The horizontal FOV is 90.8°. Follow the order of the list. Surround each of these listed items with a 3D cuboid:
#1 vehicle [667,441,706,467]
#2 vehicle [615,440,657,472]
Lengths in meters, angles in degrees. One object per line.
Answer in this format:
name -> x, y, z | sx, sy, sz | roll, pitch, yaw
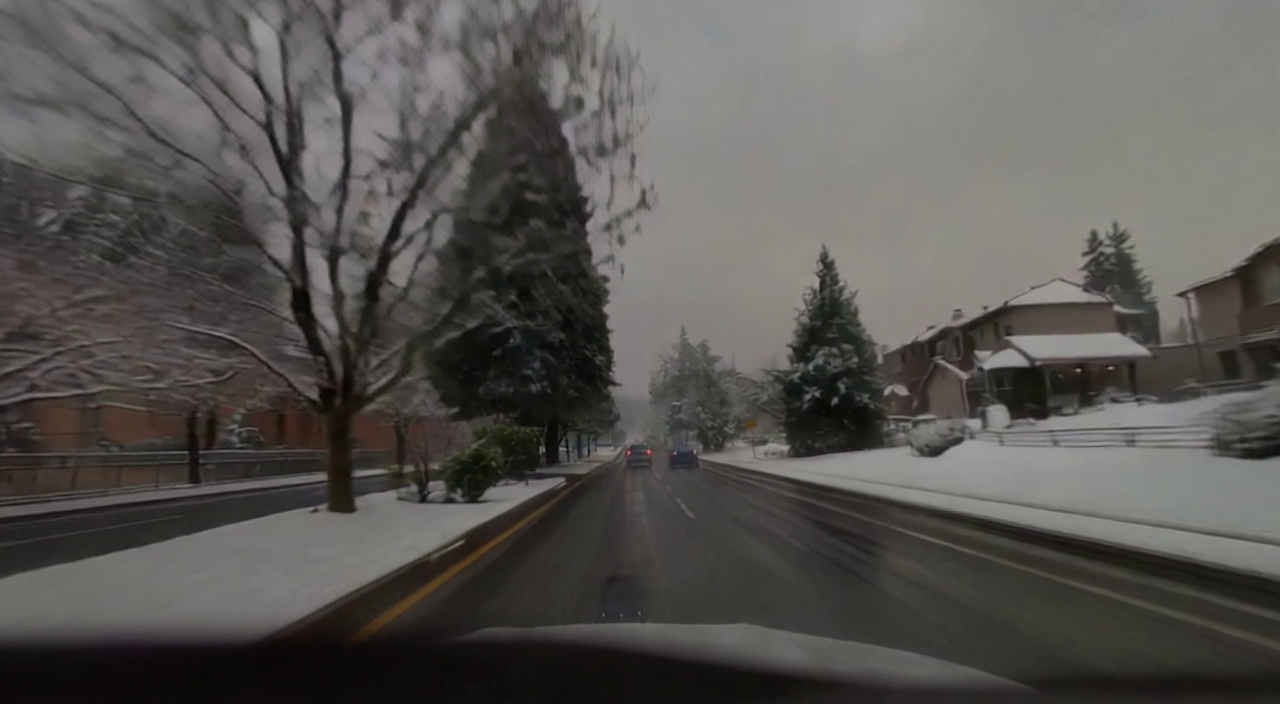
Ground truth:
vehicle -> 2.886, 6.455, 40.243 | 2.057, 1.496, 4.401 | 0, -8, -1
vehicle -> -0.174, 5.239, 32.091 | 2.018, 1.511, 3.993 | 0, -8, 1
